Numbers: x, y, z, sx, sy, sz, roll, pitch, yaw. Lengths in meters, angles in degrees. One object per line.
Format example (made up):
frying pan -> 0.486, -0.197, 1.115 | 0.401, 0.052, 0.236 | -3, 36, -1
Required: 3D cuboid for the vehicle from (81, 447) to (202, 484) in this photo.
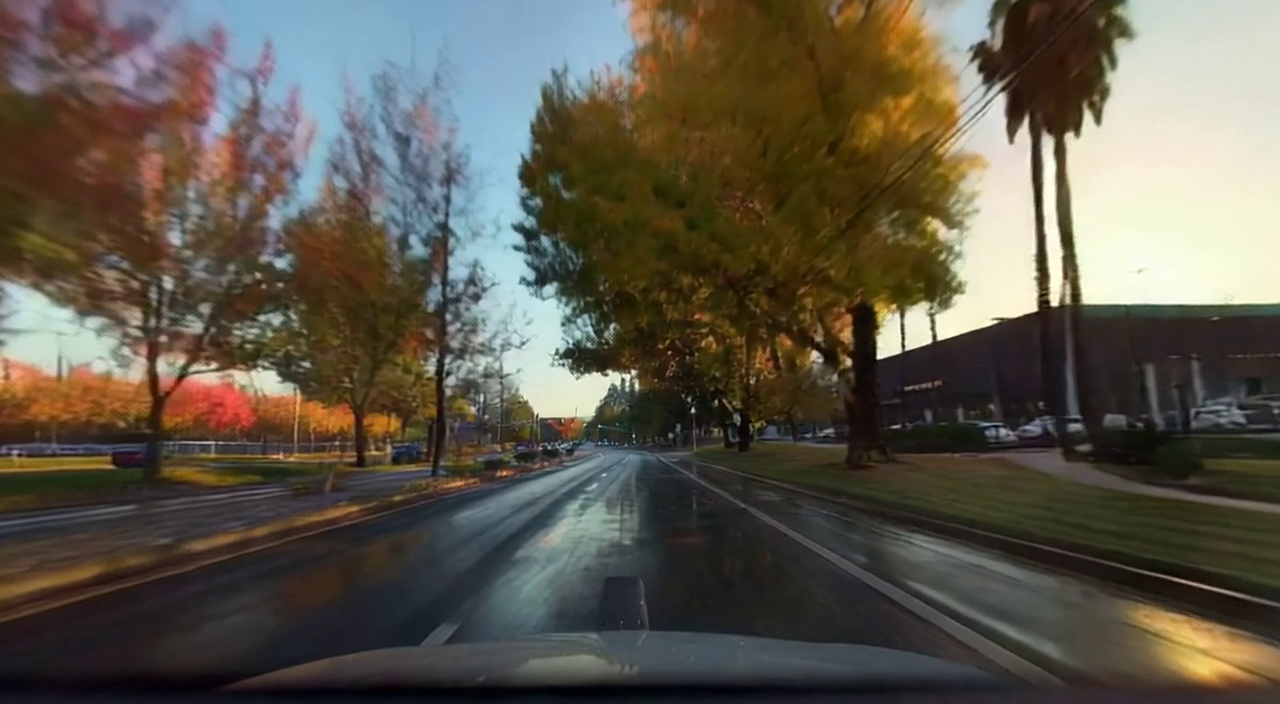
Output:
vehicle -> -22.972, 5.222, 29.314 | 1.903, 1.510, 4.569 | 1, -9, -1
